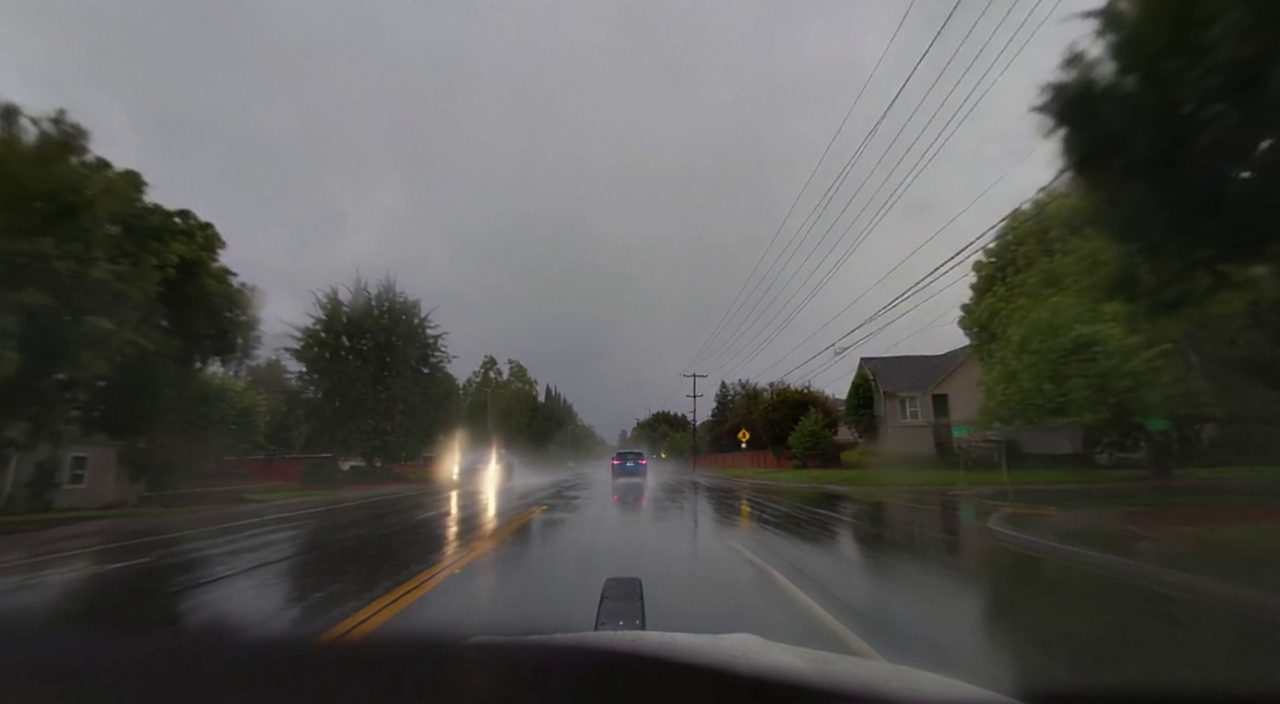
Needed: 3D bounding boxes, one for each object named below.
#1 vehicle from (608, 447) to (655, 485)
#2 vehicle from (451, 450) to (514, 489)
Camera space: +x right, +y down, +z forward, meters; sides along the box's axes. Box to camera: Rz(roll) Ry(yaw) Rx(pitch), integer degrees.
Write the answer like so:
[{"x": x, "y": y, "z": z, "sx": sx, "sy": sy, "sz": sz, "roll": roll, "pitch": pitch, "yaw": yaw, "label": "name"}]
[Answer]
[{"x": -0.476, "y": 5.523, "z": 30.974, "sx": 2.139, "sy": 1.699, "sz": 3.916, "roll": 0, "pitch": -8, "yaw": -2, "label": "vehicle"}, {"x": -7.532, "y": 5.627, "z": 30.662, "sx": 2.046, "sy": 1.730, "sz": 4.310, "roll": 0, "pitch": -8, "yaw": -2, "label": "vehicle"}]
